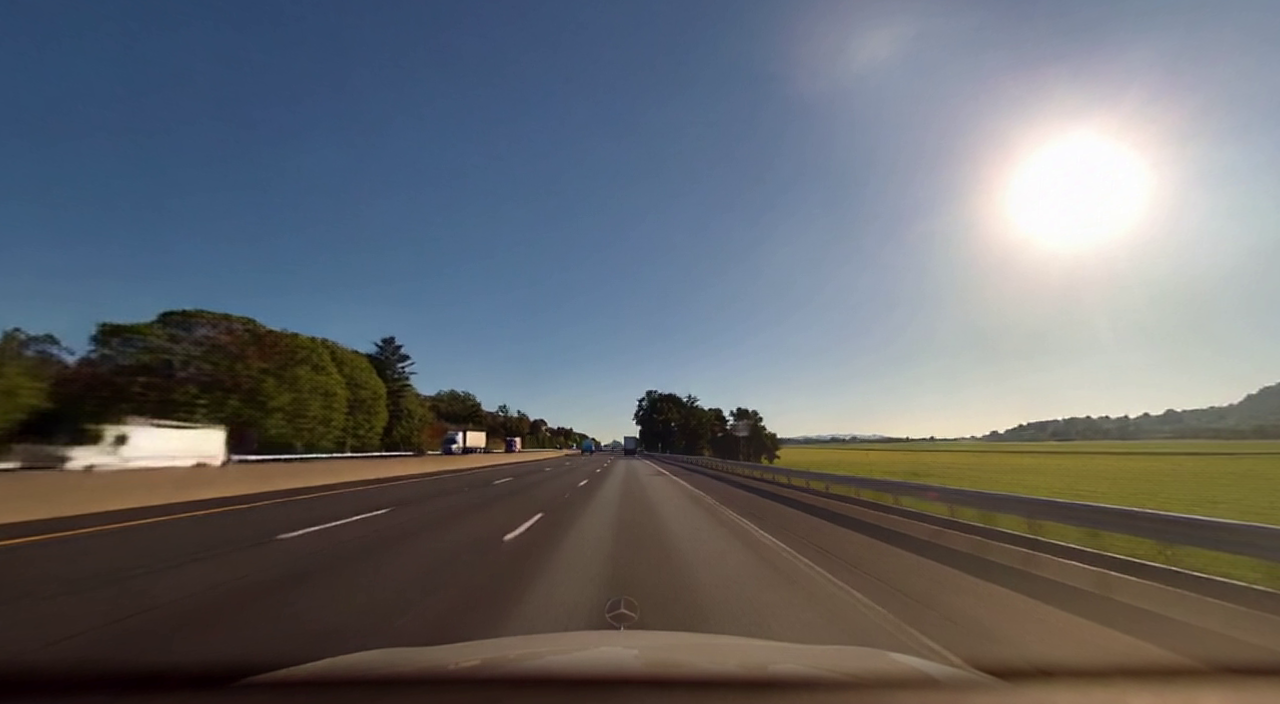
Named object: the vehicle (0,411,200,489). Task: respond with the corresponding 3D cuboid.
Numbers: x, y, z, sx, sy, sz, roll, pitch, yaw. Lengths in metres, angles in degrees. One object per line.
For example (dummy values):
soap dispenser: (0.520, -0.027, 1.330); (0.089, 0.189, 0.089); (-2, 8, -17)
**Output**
vehicle: (-16.354, 2.966, 19.127); (2.309, 2.024, 5.176); (0, -9, -1)
